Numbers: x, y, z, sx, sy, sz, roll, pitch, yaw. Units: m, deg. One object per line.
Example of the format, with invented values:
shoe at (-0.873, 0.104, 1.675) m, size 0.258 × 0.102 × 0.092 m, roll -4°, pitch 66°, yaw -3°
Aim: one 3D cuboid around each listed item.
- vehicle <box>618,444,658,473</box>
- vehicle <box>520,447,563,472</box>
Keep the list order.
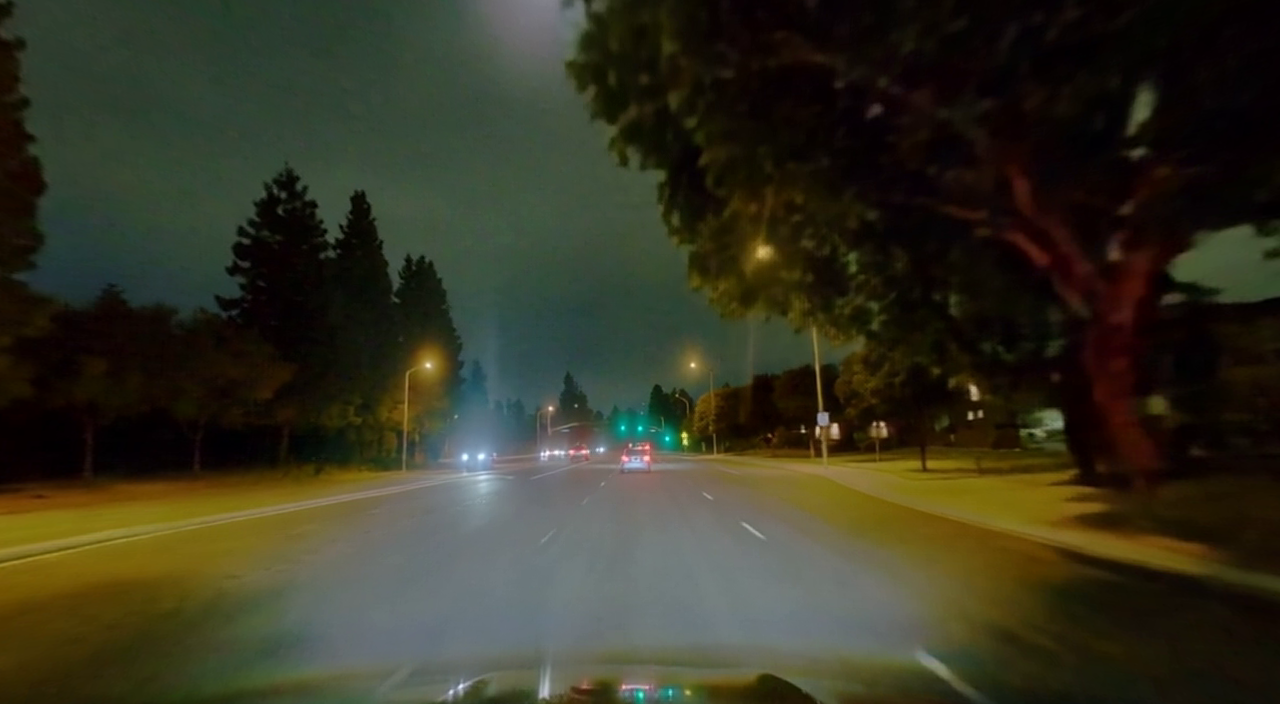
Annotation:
vehicle at (-0.065, 5.987, 35.609) m, size 2.106 × 1.517 × 4.375 m, roll 0°, pitch -9°, yaw 1°
vehicle at (-6.232, 6.818, 40.267) m, size 2.014 × 1.472 × 4.357 m, roll 0°, pitch -9°, yaw 1°
